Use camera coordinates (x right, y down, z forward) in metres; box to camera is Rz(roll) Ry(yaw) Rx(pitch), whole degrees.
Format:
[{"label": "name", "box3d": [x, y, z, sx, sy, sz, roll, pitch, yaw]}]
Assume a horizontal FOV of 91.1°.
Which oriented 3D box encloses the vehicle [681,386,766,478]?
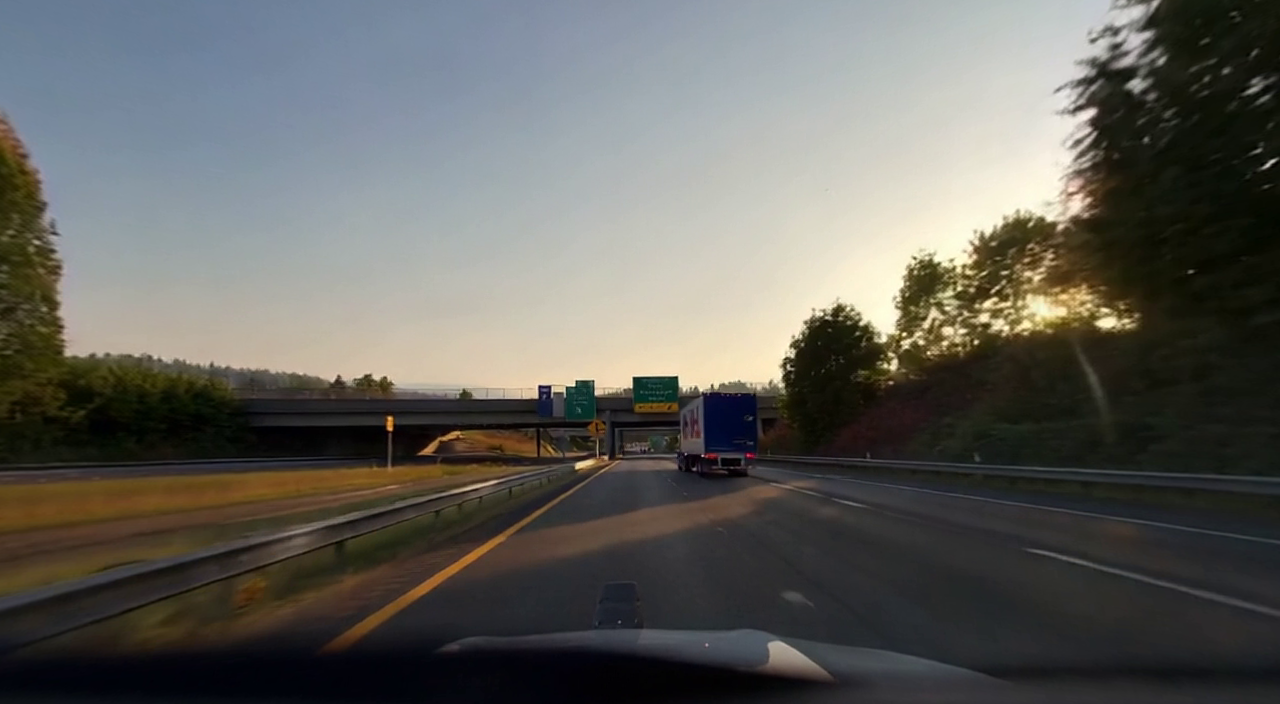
[{"label": "vehicle", "box3d": [3.966, 4.155, 31.904, 2.879, 4.075, 8.126, 0, -9, -2]}]
